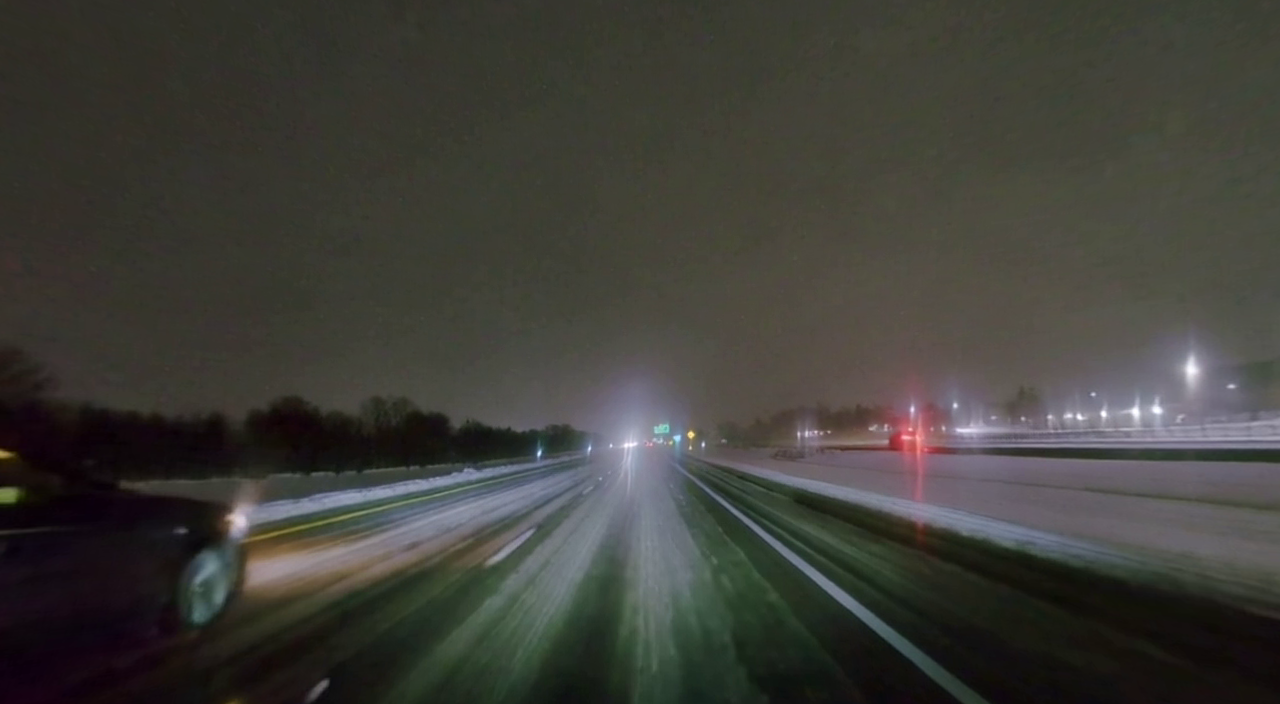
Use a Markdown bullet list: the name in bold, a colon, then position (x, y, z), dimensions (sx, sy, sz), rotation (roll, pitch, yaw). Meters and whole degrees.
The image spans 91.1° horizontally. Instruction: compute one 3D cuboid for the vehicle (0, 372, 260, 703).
- **vehicle**: position (-3.867, 0.829, 2.134), dimensions (2.122, 1.632, 4.690), rotation (0, -8, 1)
